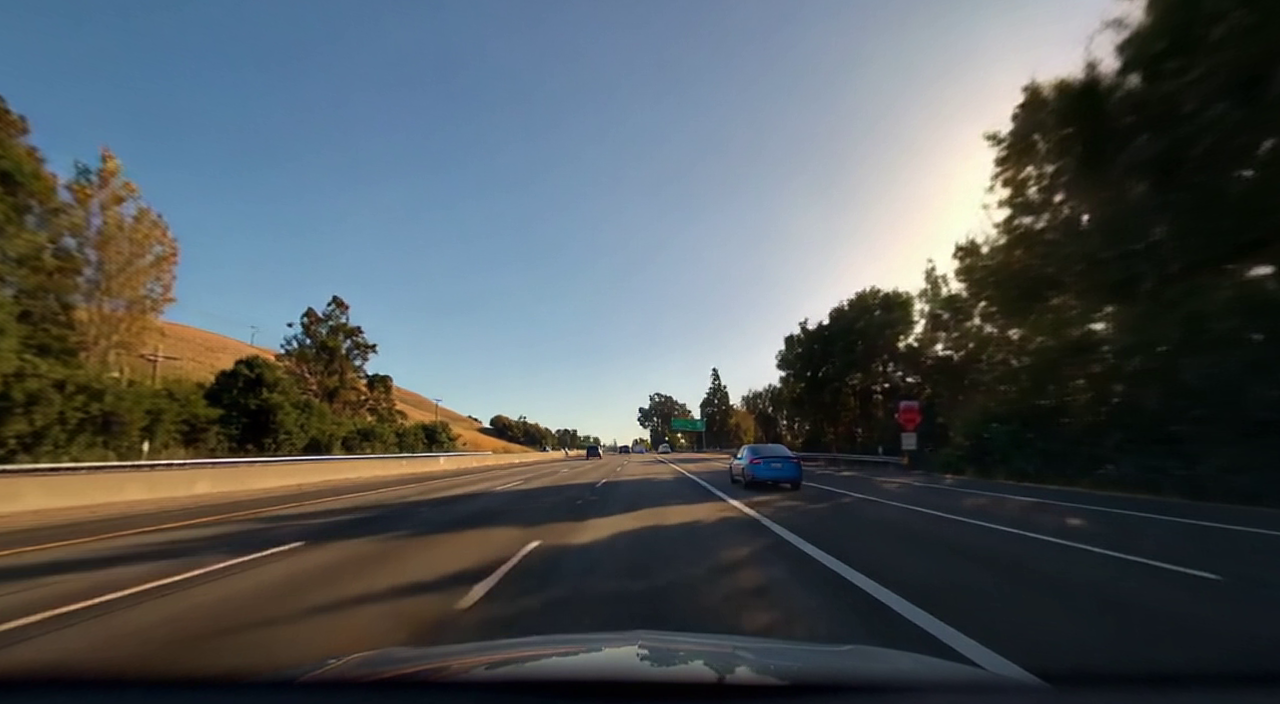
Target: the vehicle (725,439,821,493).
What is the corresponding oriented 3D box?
[{"bbox_3d":[4.064,3.567,20.047,2.033,1.501,4.398,0,-9,-1],"label":"vehicle"}]
